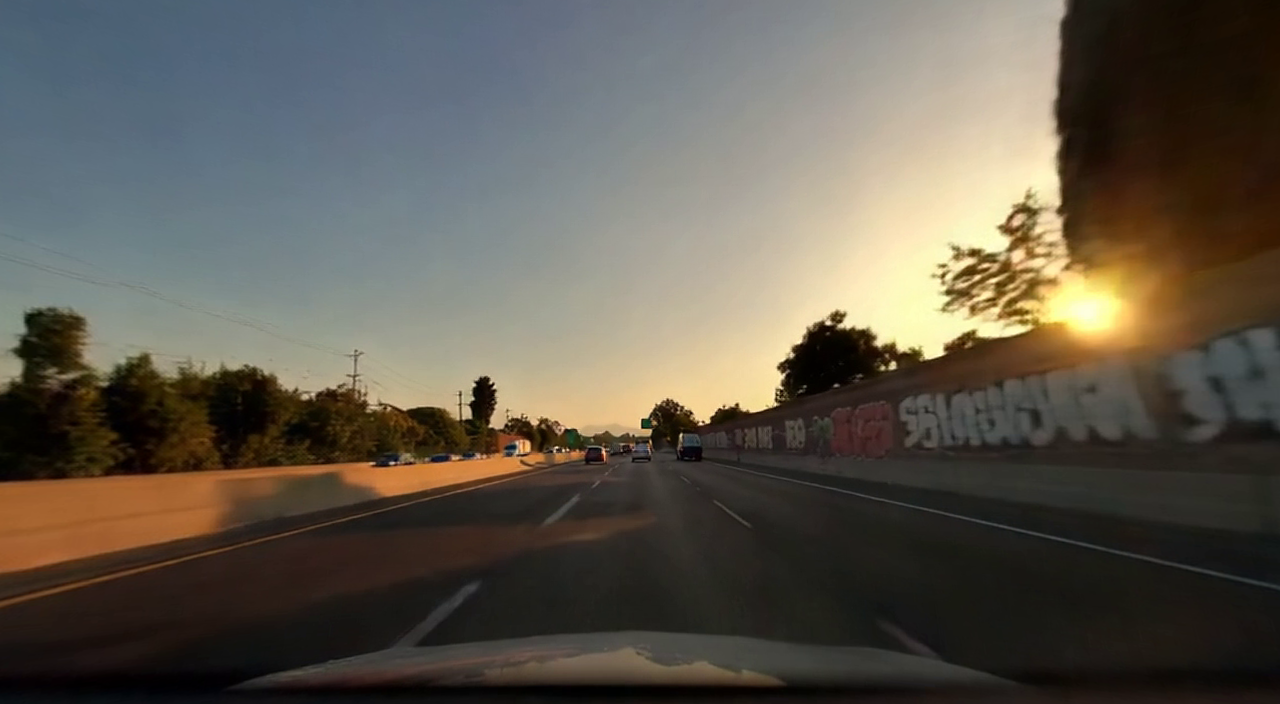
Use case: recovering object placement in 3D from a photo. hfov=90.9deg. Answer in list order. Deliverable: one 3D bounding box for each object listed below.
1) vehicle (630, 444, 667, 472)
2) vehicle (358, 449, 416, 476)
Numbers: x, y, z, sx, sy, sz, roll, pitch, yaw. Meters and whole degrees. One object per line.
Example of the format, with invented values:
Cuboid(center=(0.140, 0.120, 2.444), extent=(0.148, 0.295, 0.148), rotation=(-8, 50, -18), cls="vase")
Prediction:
Cuboid(center=(0.473, 6.058, 36.165), extent=(2.009, 1.506, 4.091), rotation=(0, -9, 0), cls="vehicle")
Cuboid(center=(-16.607, 7.260, 41.590), extent=(1.935, 1.600, 4.530), rotation=(0, -9, 0), cls="vehicle")
